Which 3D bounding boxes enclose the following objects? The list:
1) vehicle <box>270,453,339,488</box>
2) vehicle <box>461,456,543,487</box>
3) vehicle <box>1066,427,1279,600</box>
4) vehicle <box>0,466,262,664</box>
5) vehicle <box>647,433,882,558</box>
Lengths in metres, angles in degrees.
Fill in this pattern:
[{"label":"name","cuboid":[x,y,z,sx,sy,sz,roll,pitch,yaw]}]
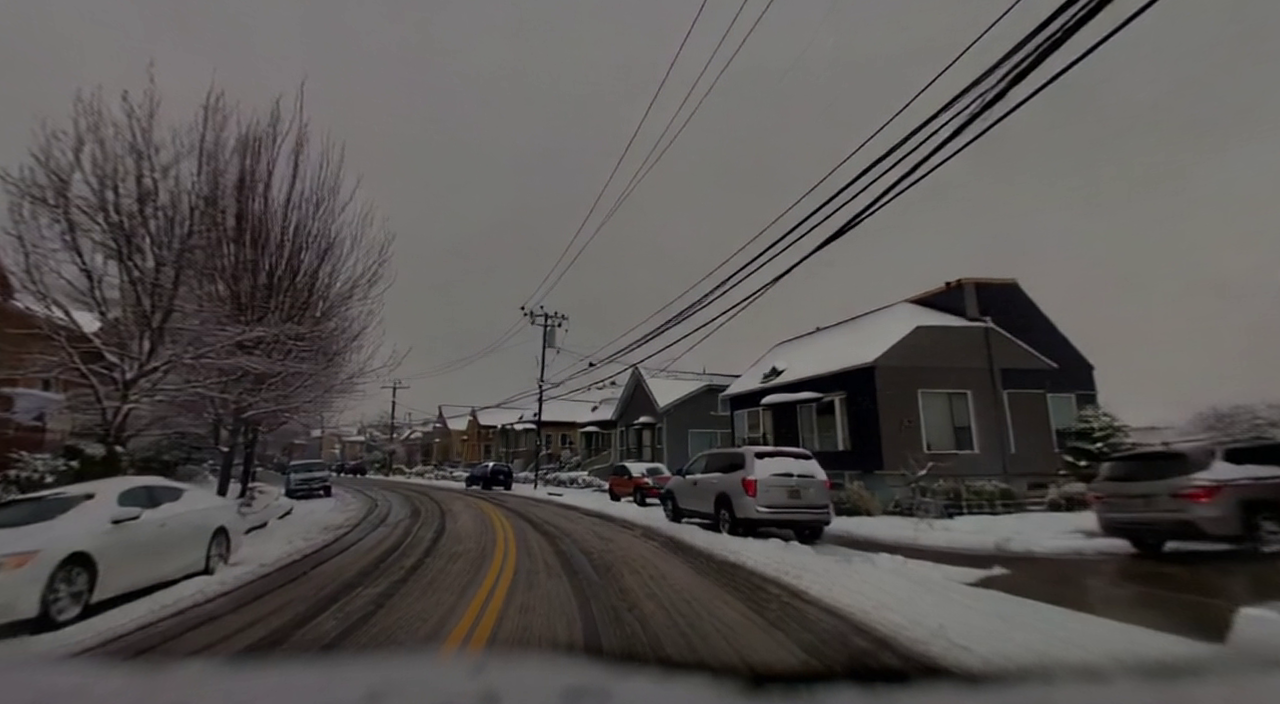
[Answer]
[{"label":"vehicle","cuboid":[-15.558,5.407,29.182,1.930,1.451,4.338,7,-11,-38]},{"label":"vehicle","cuboid":[-10.230,8.902,46.958,5.523,2.018,2.216,9,-18,-38]},{"label":"vehicle","cuboid":[8.280,1.871,7.994,4.386,1.734,2.199,2,-9,-11]},{"label":"vehicle","cuboid":[-6.541,2.099,7.145,2.197,1.462,4.524,1,-9,-8]},{"label":"vehicle","cuboid":[2.139,2.755,12.921,2.449,1.869,5.504,7,-10,-15]}]
